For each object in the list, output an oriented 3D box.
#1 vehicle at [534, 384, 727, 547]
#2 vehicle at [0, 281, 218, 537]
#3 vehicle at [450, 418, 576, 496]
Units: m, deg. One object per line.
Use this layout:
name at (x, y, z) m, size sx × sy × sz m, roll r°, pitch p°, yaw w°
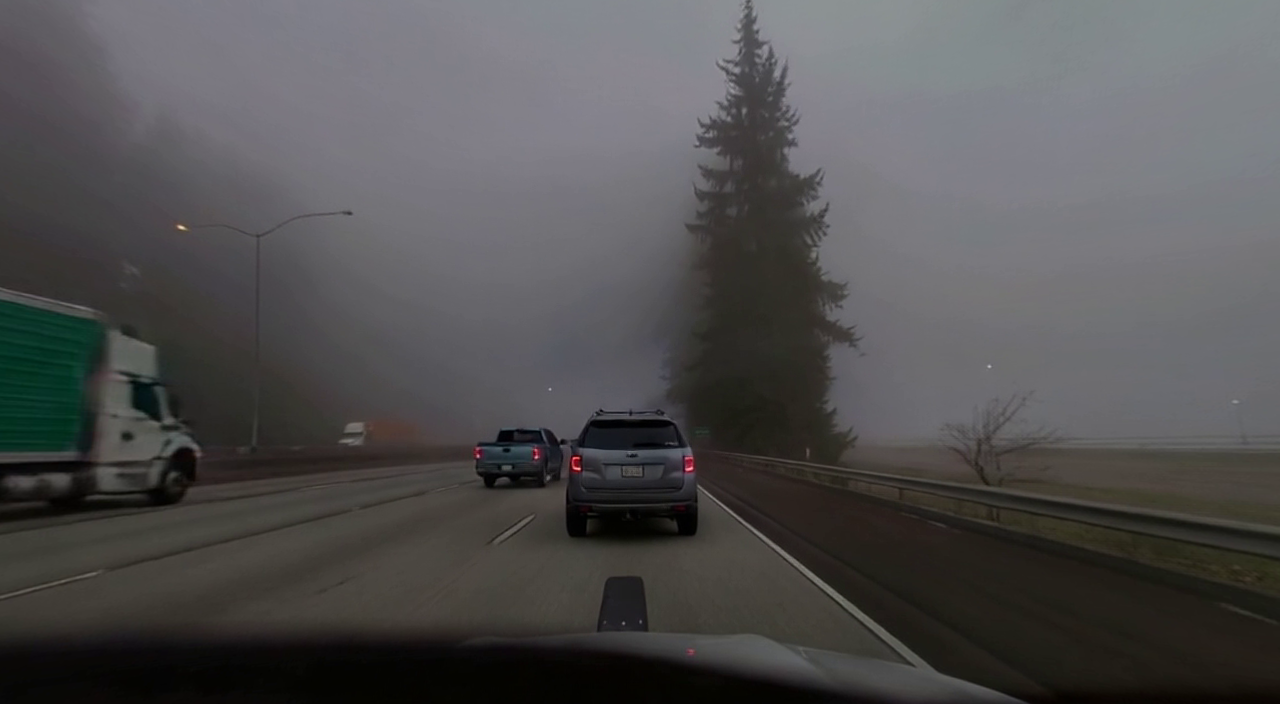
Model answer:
vehicle at (-0.199, 1.754, 10.282) m, size 2.395 × 2.013 × 4.734 m, roll 0°, pitch -8°, yaw -2°
vehicle at (-10.987, 0.606, 7.659) m, size 3.347 × 3.686 × 12.113 m, roll 0°, pitch -8°, yaw 0°
vehicle at (-3.324, 2.956, 18.079) m, size 2.235 × 1.826 × 6.106 m, roll 0°, pitch -8°, yaw 1°
